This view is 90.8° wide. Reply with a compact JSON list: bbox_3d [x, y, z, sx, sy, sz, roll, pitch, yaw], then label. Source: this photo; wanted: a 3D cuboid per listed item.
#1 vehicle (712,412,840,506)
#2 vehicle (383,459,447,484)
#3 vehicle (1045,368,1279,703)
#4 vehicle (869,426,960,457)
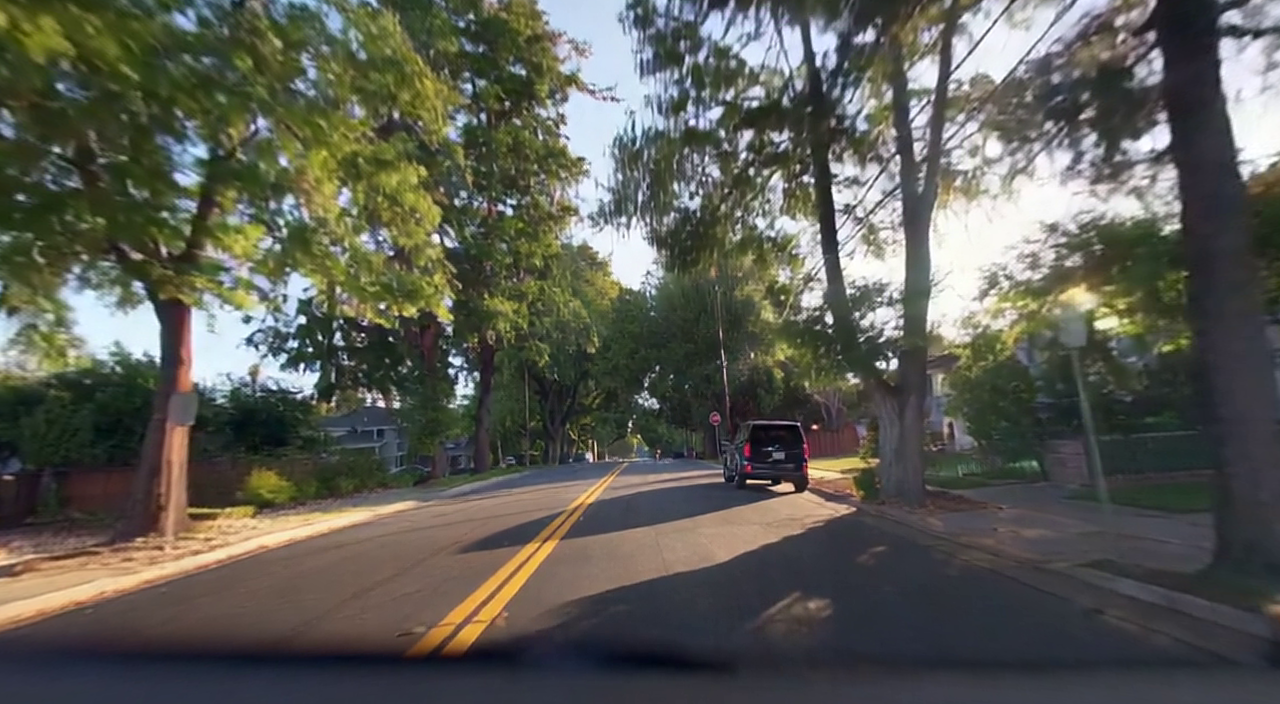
[{"bbox_3d":[3.015,2.506,15.113,2.109,1.875,4.488,-1,-8,1],"label":"vehicle"},{"bbox_3d":[-17.509,9.358,49.225,4.274,1.626,2.093,-6,-12,11],"label":"vehicle"},{"bbox_3d":[2.878,0.583,0.210,1.969,1.549,5.038,0,-8,-3],"label":"vehicle"},{"bbox_3d":[17.666,5.797,40.846,4.982,1.874,2.133,-3,-9,13],"label":"vehicle"}]
